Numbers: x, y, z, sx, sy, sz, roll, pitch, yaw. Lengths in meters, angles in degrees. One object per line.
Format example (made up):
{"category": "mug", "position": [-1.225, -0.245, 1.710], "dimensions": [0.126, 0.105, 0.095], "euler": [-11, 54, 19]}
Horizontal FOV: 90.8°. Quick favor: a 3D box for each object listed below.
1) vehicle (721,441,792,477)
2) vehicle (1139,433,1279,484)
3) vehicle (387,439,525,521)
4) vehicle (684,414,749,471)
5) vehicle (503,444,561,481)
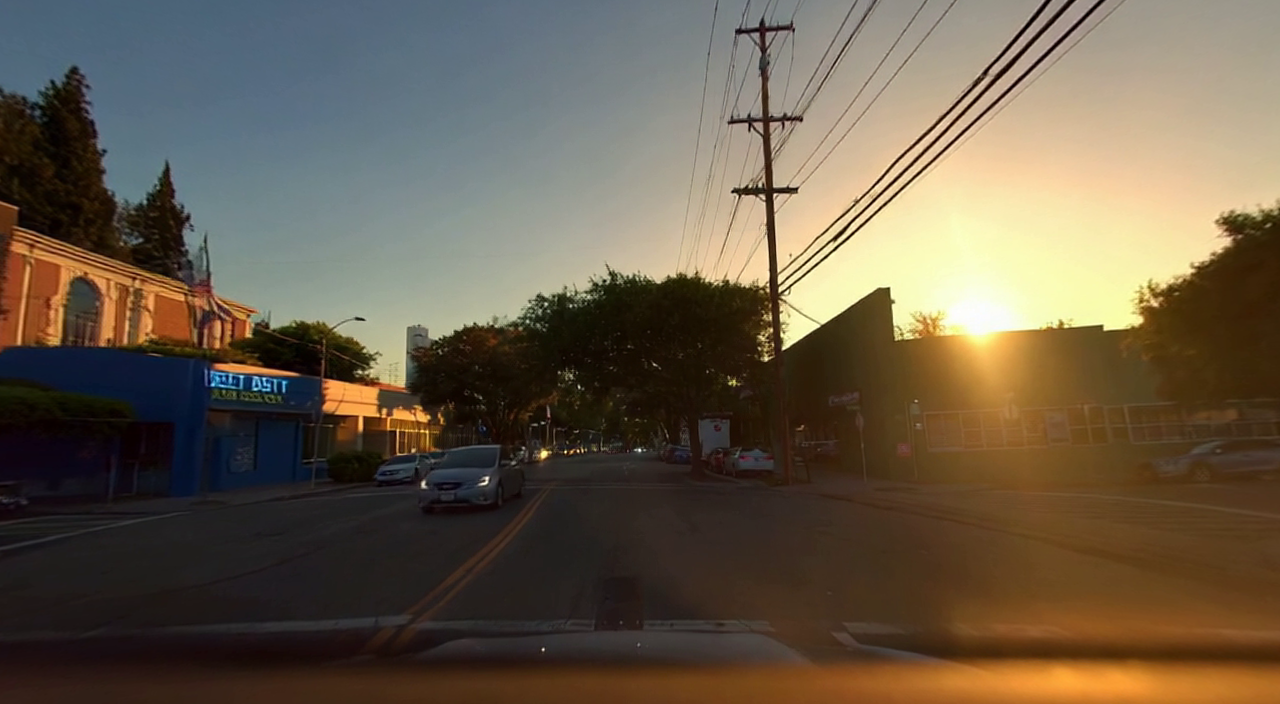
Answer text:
{"category": "vehicle", "position": [5.585, 5.182, 30.863], "dimensions": [1.963, 1.646, 4.204], "euler": [2, -9, -11]}
{"category": "vehicle", "position": [18.620, 3.287, 19.677], "dimensions": [4.368, 1.479, 1.985], "euler": [0, -8, 1]}
{"category": "vehicle", "position": [-3.836, 2.714, 13.969], "dimensions": [1.914, 1.506, 4.125], "euler": [0, -8, -2]}
{"category": "vehicle", "position": [4.594, 5.680, 39.571], "dimensions": [2.815, 3.203, 7.558], "euler": [0, -8, -2]}
{"category": "vehicle", "position": [-4.785, 4.957, 28.634], "dimensions": [2.050, 1.505, 4.219], "euler": [0, -8, -2]}
